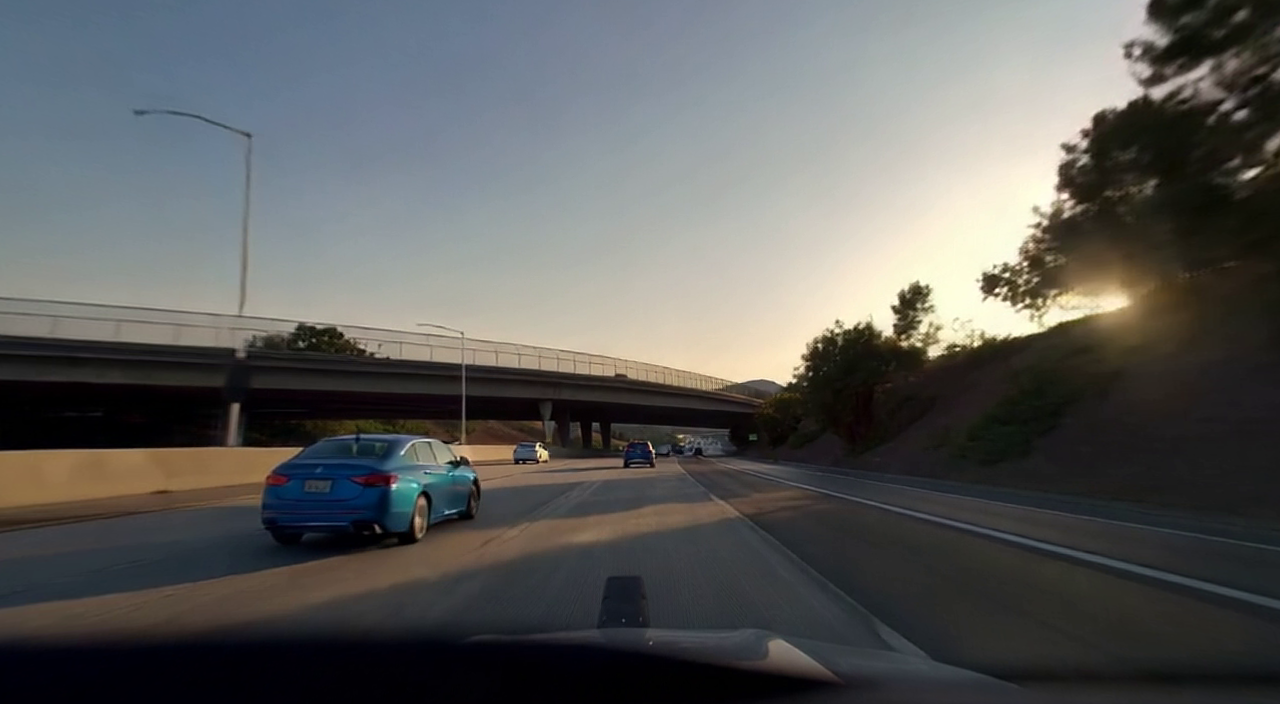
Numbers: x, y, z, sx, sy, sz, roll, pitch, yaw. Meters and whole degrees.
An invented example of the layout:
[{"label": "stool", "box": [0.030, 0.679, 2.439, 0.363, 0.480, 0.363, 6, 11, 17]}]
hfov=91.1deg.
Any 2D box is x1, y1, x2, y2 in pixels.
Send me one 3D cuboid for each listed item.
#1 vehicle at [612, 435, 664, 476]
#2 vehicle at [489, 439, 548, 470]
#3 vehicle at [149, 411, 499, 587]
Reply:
[{"label": "vehicle", "box": [-0.055, 4.627, 28.283, 2.155, 1.690, 4.318, 0, -9, 1]}, {"label": "vehicle", "box": [-6.278, 5.359, 33.002, 1.994, 1.519, 4.668, 0, -9, 2]}, {"label": "vehicle", "box": [-3.476, 1.713, 8.199, 2.124, 1.607, 4.531, 0, -9, 1]}]
